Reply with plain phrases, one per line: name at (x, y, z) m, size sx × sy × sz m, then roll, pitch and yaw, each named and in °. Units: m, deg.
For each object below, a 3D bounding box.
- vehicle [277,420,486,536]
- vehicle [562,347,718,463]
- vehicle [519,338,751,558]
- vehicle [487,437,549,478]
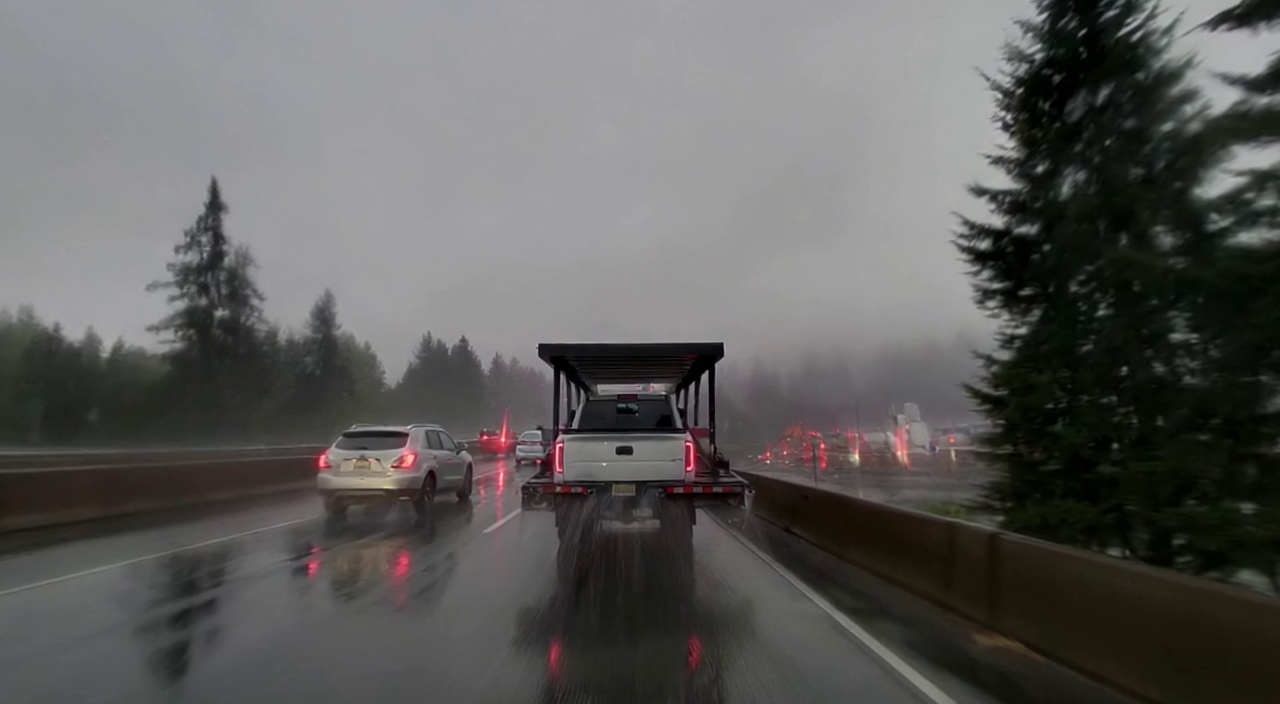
vehicle at (-4.340, 2.183, 11.578) m, size 2.057 × 1.665 × 4.572 m, roll 0°, pitch -9°, yaw -3°
vehicle at (-0.141, 1.080, 11.134) m, size 2.156 × 1.604 × 4.680 m, roll 1°, pitch -9°, yaw -4°
vehicle at (-0.320, 1.895, 12.768) m, size 2.735 × 2.597 × 10.435 m, roll 0°, pitch -9°, yaw -3°
vehicle at (-5.297, 4.639, 27.967) m, size 2.124 × 1.651 × 4.096 m, roll 0°, pitch -9°, yaw -3°
